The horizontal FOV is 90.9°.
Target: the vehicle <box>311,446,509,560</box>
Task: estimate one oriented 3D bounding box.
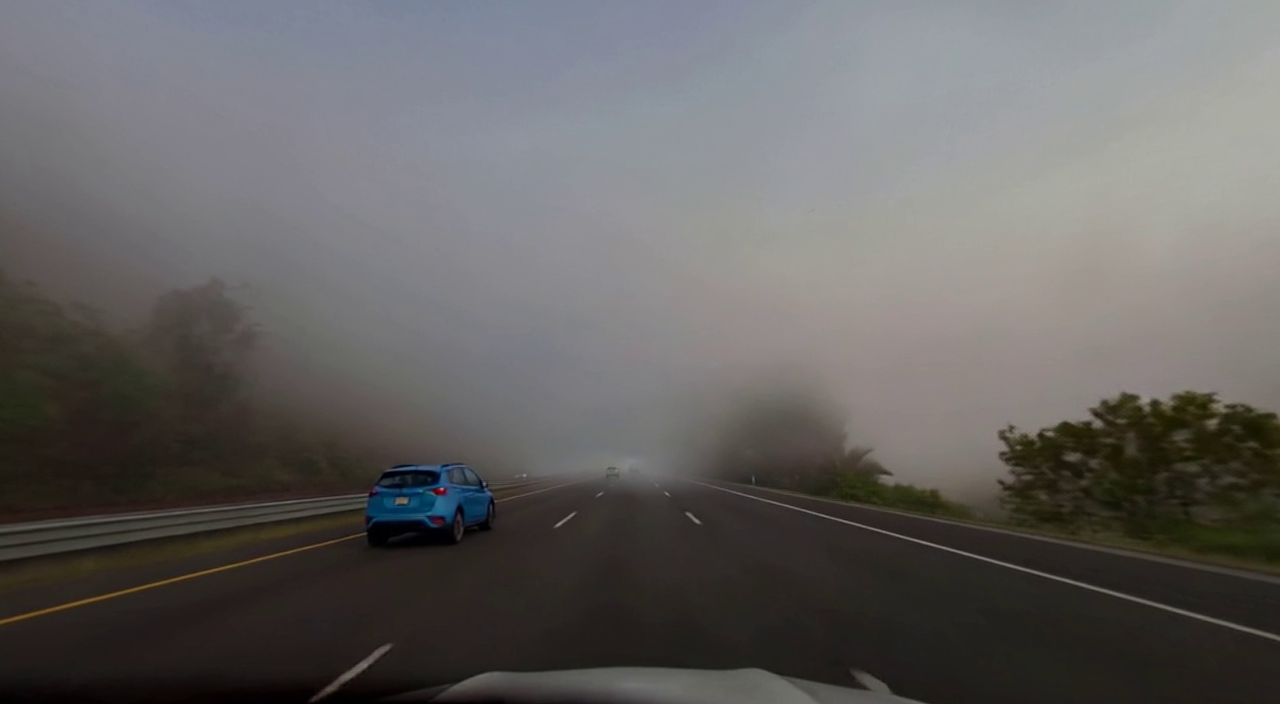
[{"bbox_3d":[-3.619,2.468,10.815,1.797,1.532,4.072,1,-10,0],"label":"vehicle"}]
